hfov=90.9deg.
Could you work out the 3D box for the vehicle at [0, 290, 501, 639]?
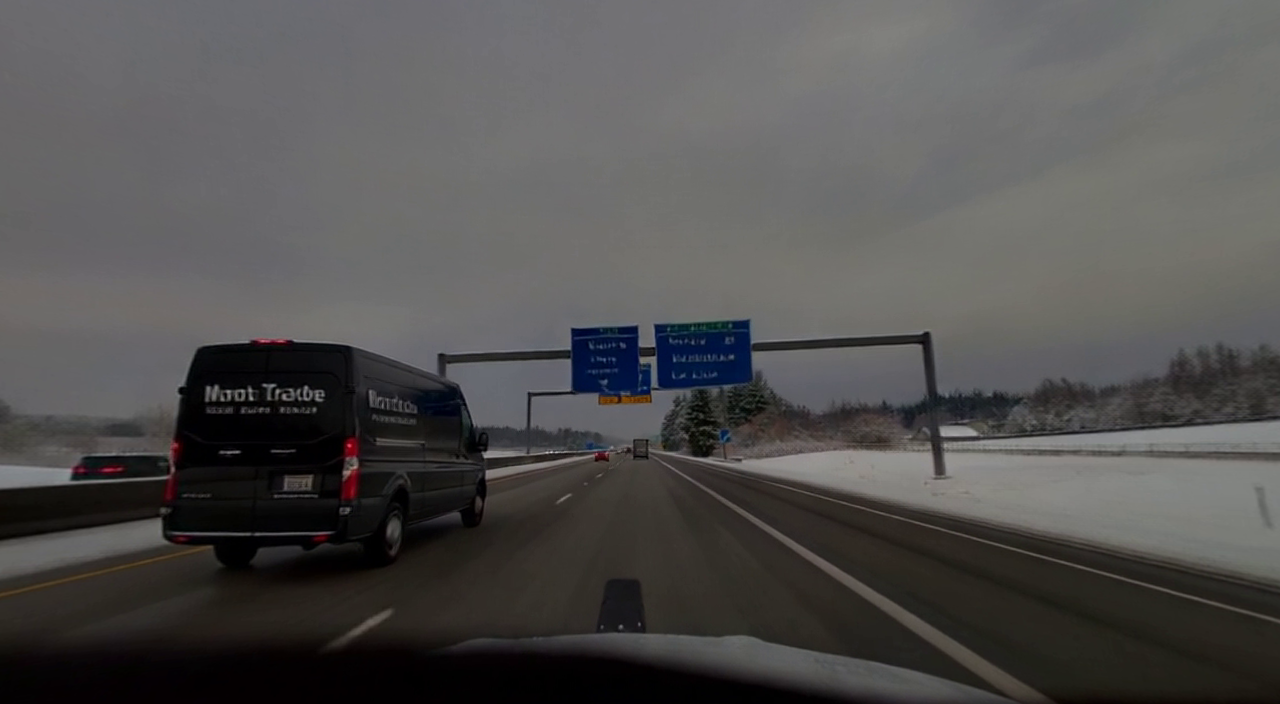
[{"bbox_3d":[-3.769,1.336,8.312,2.320,2.636,7.021,0,-9,-1],"label":"vehicle"}]
